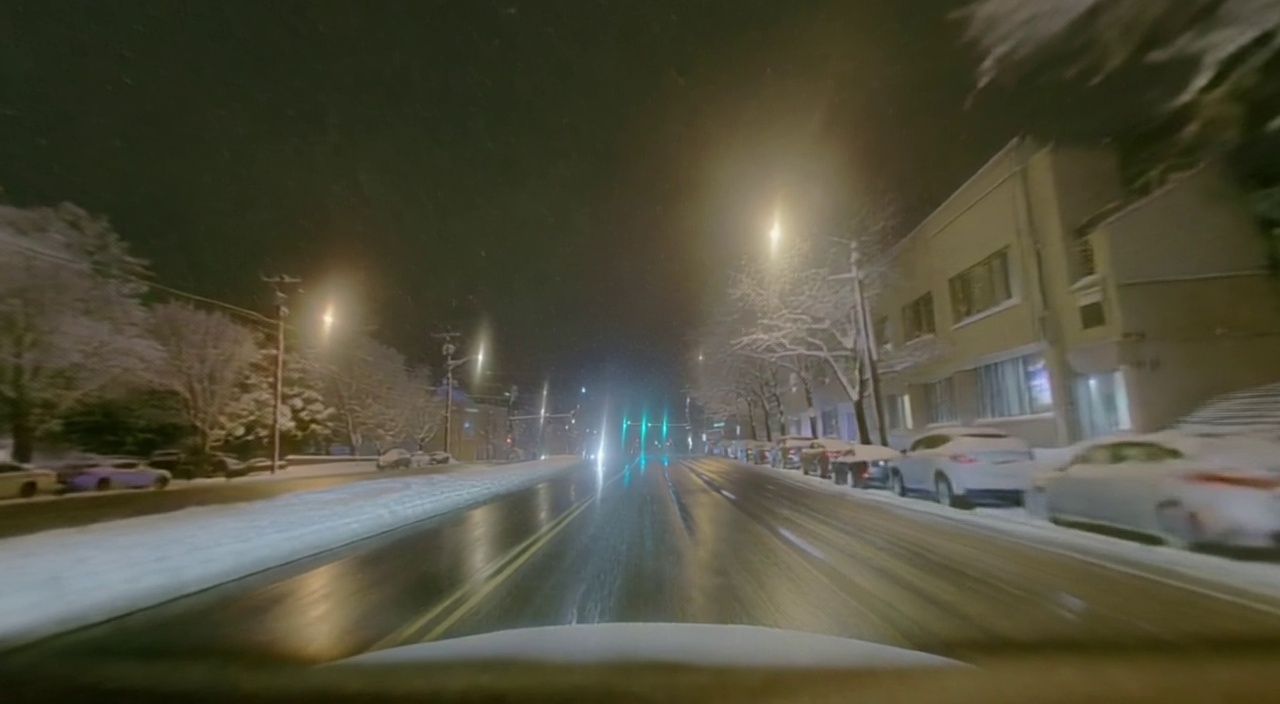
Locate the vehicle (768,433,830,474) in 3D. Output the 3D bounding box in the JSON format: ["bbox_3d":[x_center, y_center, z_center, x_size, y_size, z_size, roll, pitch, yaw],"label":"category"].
[{"bbox_3d":[7.811,5.045,31.472,1.908,1.833,4.711,0,-9,1],"label":"vehicle"}]

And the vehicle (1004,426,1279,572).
[{"bbox_3d":[7.330,1.919,8.936,1.786,1.538,4.266,2,-9,0],"label":"vehicle"}]

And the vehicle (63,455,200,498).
[{"bbox_3d":[-21.696,5.288,27.220,1.936,1.538,4.777,-3,-9,0],"label":"vehicle"}]

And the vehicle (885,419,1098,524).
[{"bbox_3d":[7.305,2.537,13.869,1.974,1.876,4.842,-1,-9,2],"label":"vehicle"}]

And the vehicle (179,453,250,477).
[{"bbox_3d":[-28.897,7.665,42.999,1.879,1.518,4.165,-1,-9,1],"label":"vehicle"}]
